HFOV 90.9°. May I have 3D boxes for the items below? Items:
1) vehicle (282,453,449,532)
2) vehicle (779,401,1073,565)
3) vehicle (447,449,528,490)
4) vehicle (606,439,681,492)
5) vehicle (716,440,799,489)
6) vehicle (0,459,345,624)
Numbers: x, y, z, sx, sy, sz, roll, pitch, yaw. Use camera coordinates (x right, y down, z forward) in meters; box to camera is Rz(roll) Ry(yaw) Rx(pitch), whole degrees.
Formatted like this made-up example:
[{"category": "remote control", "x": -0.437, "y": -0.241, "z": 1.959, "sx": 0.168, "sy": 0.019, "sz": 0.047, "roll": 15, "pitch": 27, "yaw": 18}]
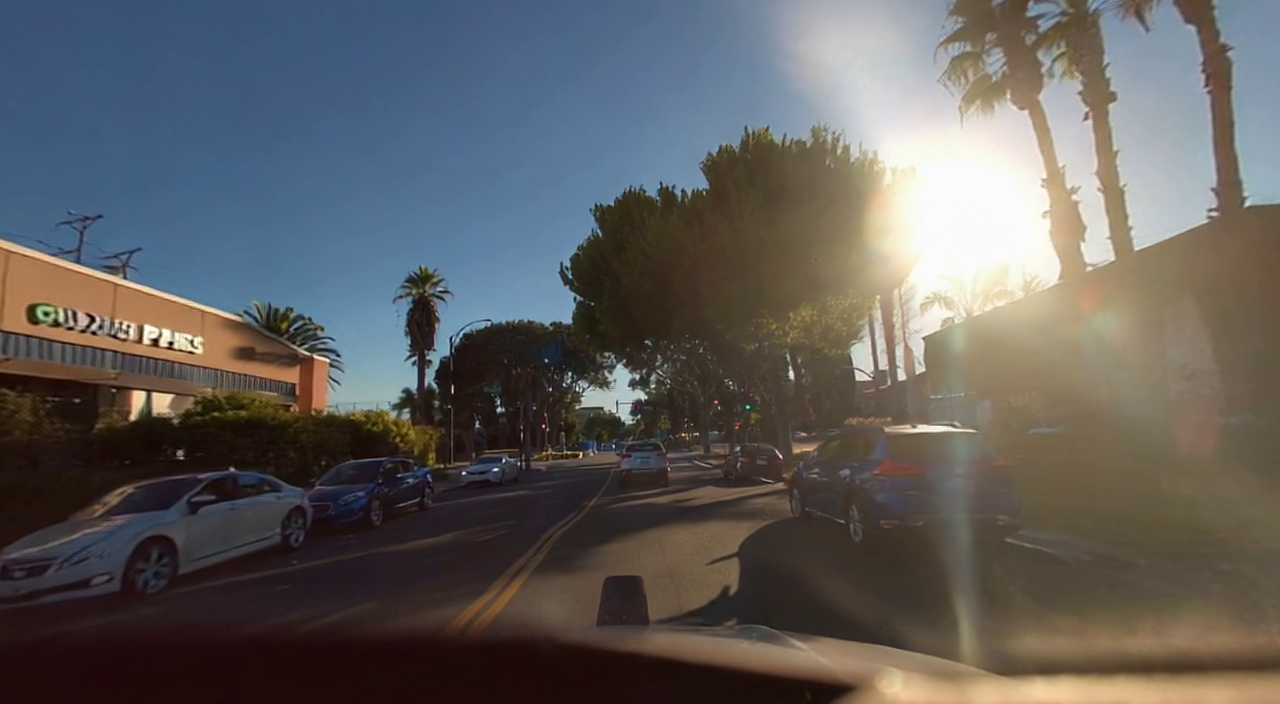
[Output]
[{"category": "vehicle", "x": -6.118, "y": 3.139, "z": 14.737, "sx": 1.850, "sy": 1.482, "sz": 4.454, "roll": 0, "pitch": -8, "yaw": 1}, {"category": "vehicle", "x": 3.717, "y": 1.825, "z": 9.591, "sx": 2.099, "sy": 1.786, "sz": 5.198, "roll": 0, "pitch": -8, "yaw": 1}, {"category": "vehicle", "x": -6.184, "y": 4.791, "z": 26.171, "sx": 2.105, "sy": 1.469, "sz": 4.693, "roll": 0, "pitch": -8, "yaw": 1}, {"category": "vehicle", "x": 0.081, "y": 3.436, "z": 19.483, "sx": 2.060, "sy": 1.452, "sz": 4.078, "roll": 0, "pitch": -8, "yaw": 0}, {"category": "vehicle", "x": 3.701, "y": 3.607, "z": 20.608, "sx": 1.821, "sy": 1.417, "sz": 4.454, "roll": 0, "pitch": -8, "yaw": 0}, {"category": "vehicle", "x": -6.118, "y": 2.250, "z": 8.539, "sx": 1.874, "sy": 1.472, "sz": 4.668, "roll": 0, "pitch": -8, "yaw": 2}]
